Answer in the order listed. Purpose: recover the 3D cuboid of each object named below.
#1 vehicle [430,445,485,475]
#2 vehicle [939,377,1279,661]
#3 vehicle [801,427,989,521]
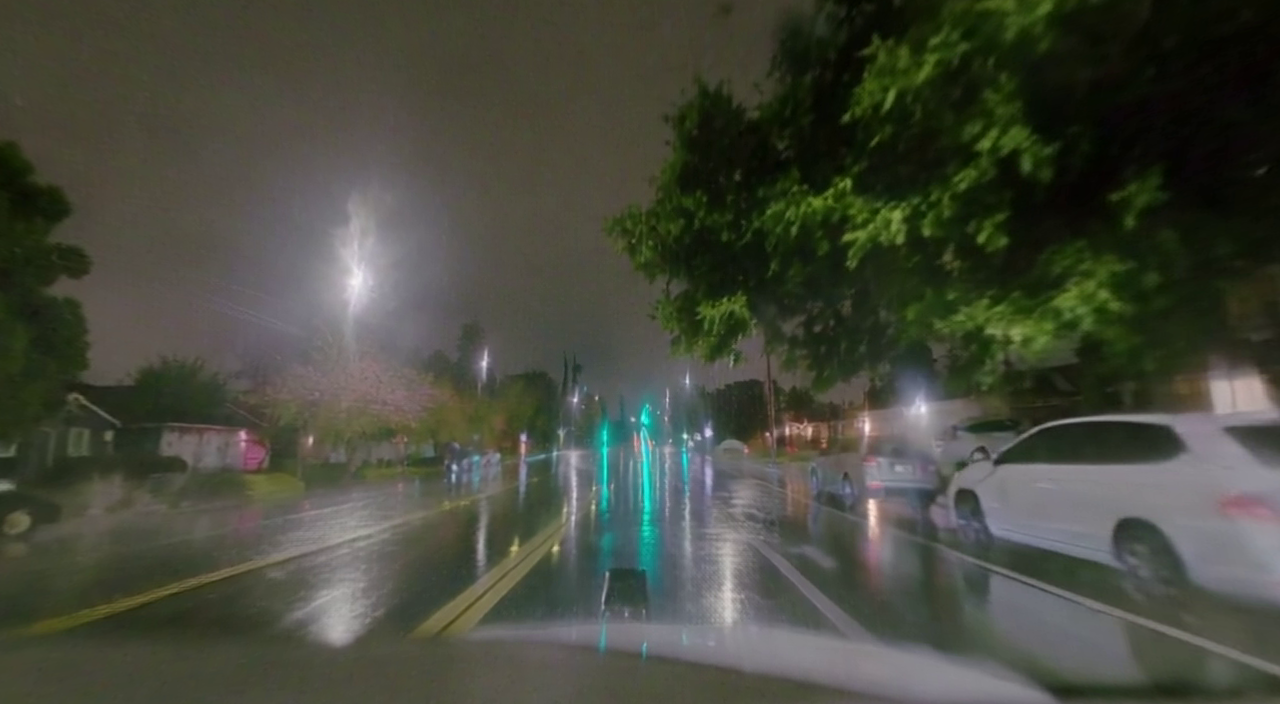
[{"bbox_3d":[-11.301,6.733,39.453,2.023,1.629,4.822,-2,-8,0],"label":"vehicle"},{"bbox_3d":[5.187,1.346,5.957,2.112,1.788,5.605,0,-8,2],"label":"vehicle"},{"bbox_3d":[5.252,2.567,13.862,2.104,1.687,4.636,0,-8,-1],"label":"vehicle"}]
